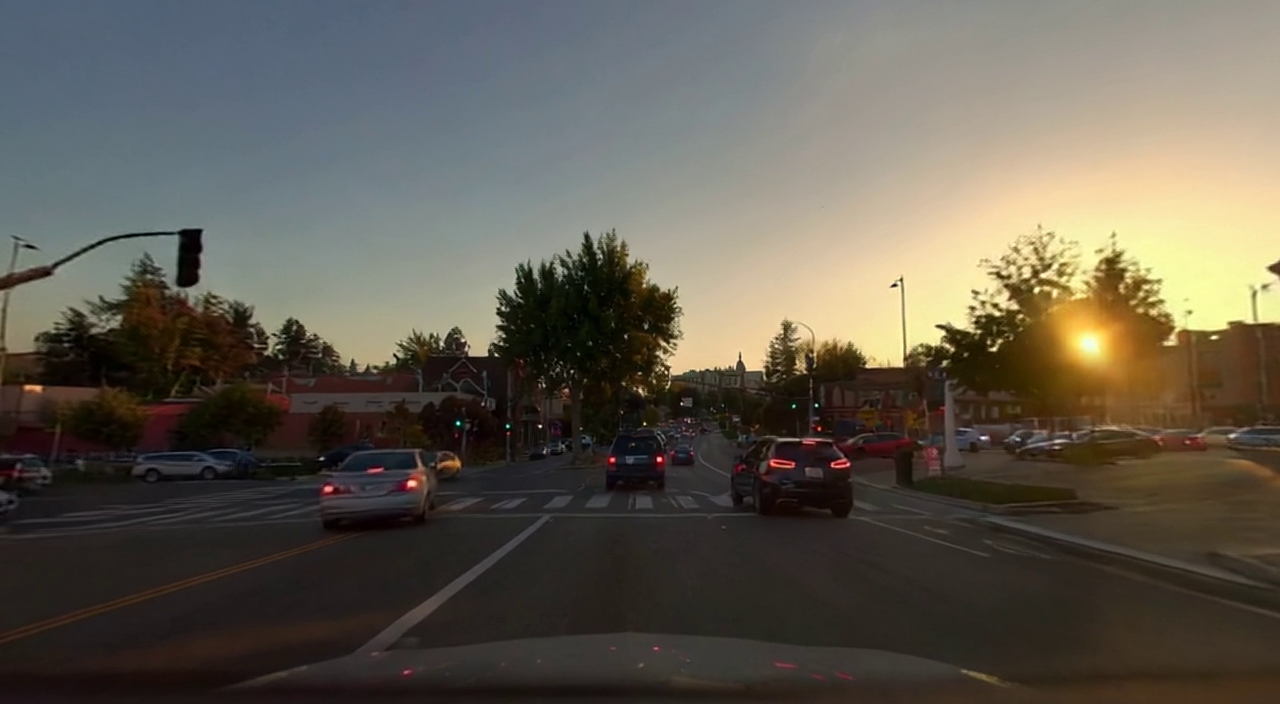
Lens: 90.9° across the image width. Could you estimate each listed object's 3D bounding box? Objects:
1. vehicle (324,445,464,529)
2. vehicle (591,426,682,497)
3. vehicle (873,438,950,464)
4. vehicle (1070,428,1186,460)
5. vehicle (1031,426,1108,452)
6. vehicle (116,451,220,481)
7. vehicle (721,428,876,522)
[{"bbox_3d":[-5.749,2.916,14.387,1.975,1.570,4.456,5,-10,-34],"label":"vehicle"},{"bbox_3d":[-0.121,3.596,21.201,2.638,2.065,5.313,0,-8,0],"label":"vehicle"},{"bbox_3d":[16.538,6.022,38.487,3.880,1.538,1.862,1,-8,-8],"label":"vehicle"},{"bbox_3d":[24.382,4.615,31.673,4.092,1.496,1.889,-3,-9,20],"label":"vehicle"},{"bbox_3d":[30.678,6.287,45.216,2.231,1.749,4.411,0,-8,-2],"label":"vehicle"},{"bbox_3d":[-27.410,6.630,36.707,4.458,1.608,2.051,-1,-8,2],"label":"vehicle"},{"bbox_3d":[3.350,2.701,14.476,2.276,1.787,4.630,0,-8,-1],"label":"vehicle"}]
